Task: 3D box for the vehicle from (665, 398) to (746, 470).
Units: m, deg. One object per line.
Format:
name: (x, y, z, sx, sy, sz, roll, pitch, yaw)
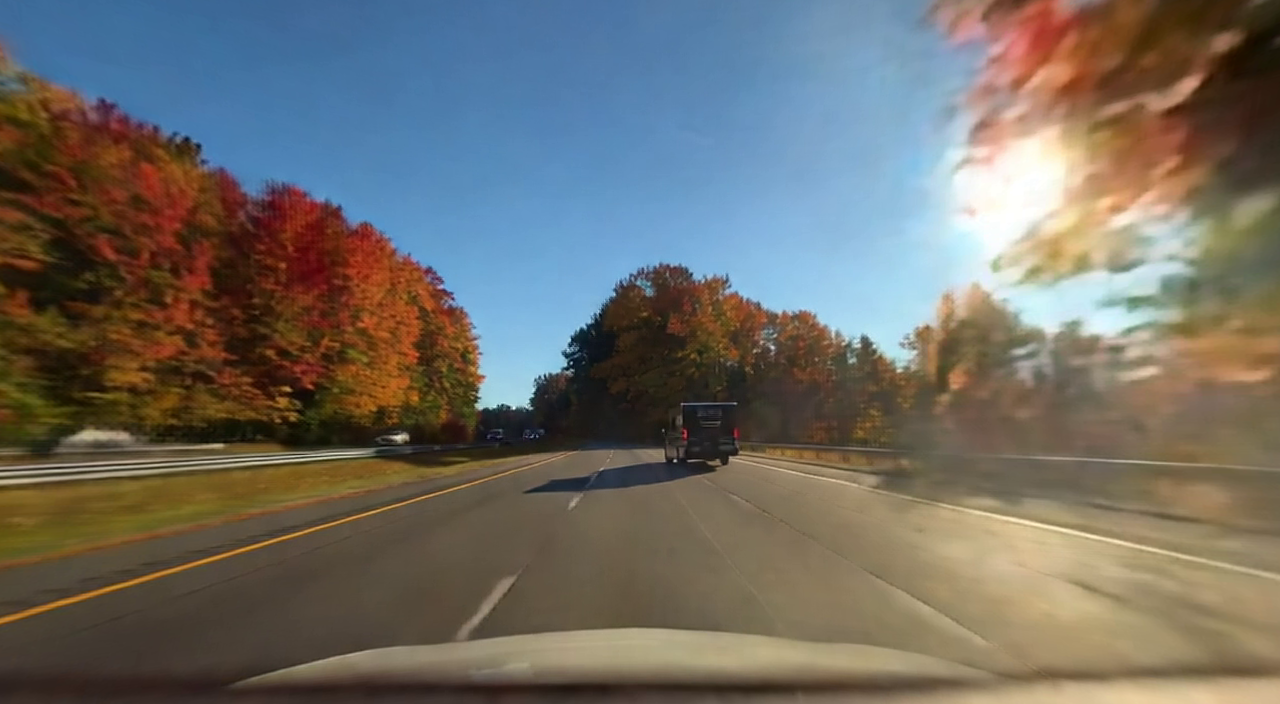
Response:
vehicle: (2.777, 3.771, 28.853, 2.815, 2.876, 7.101, 0, -8, -1)
